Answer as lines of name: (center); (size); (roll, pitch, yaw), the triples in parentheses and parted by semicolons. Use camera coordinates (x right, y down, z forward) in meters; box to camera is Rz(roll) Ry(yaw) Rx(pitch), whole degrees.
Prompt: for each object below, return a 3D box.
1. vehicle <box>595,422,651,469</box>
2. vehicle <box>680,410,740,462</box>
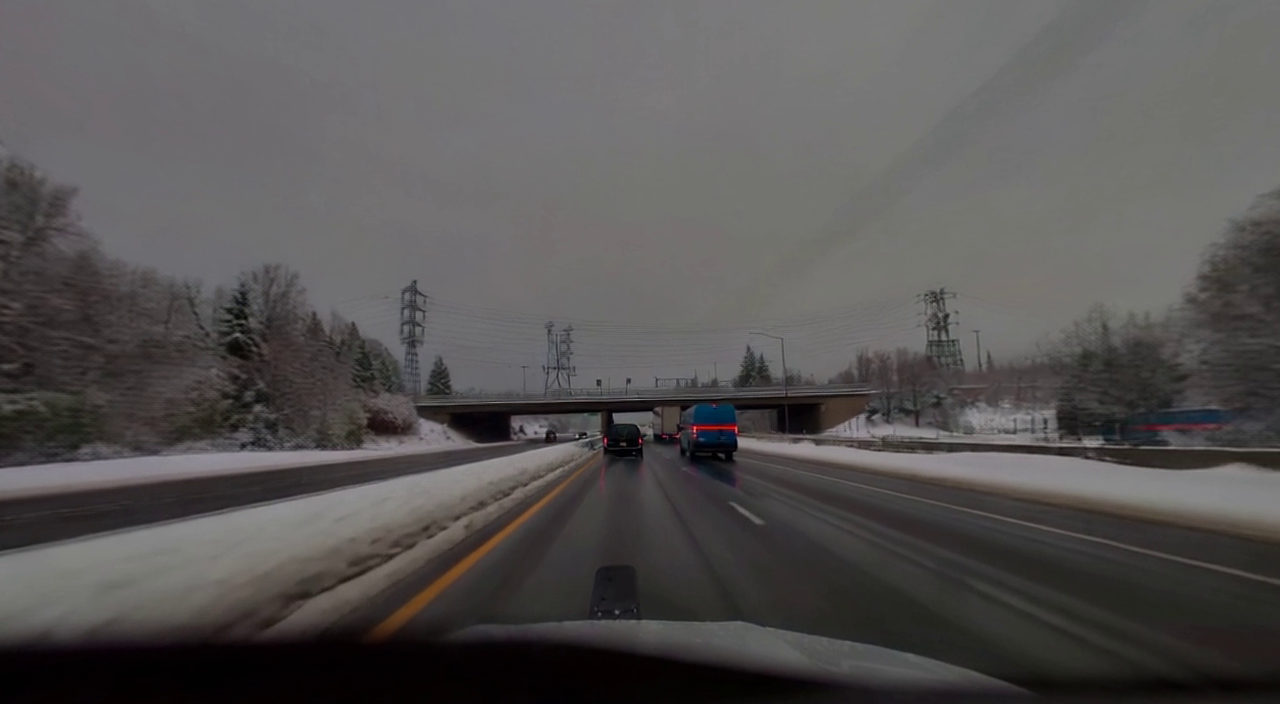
vehicle: (-0.680, 3.746, 25.471); (2.073, 1.750, 4.116); (0, -8, -2)
vehicle: (3.578, 4.461, 33.328); (2.387, 2.506, 5.374); (0, -8, -2)
